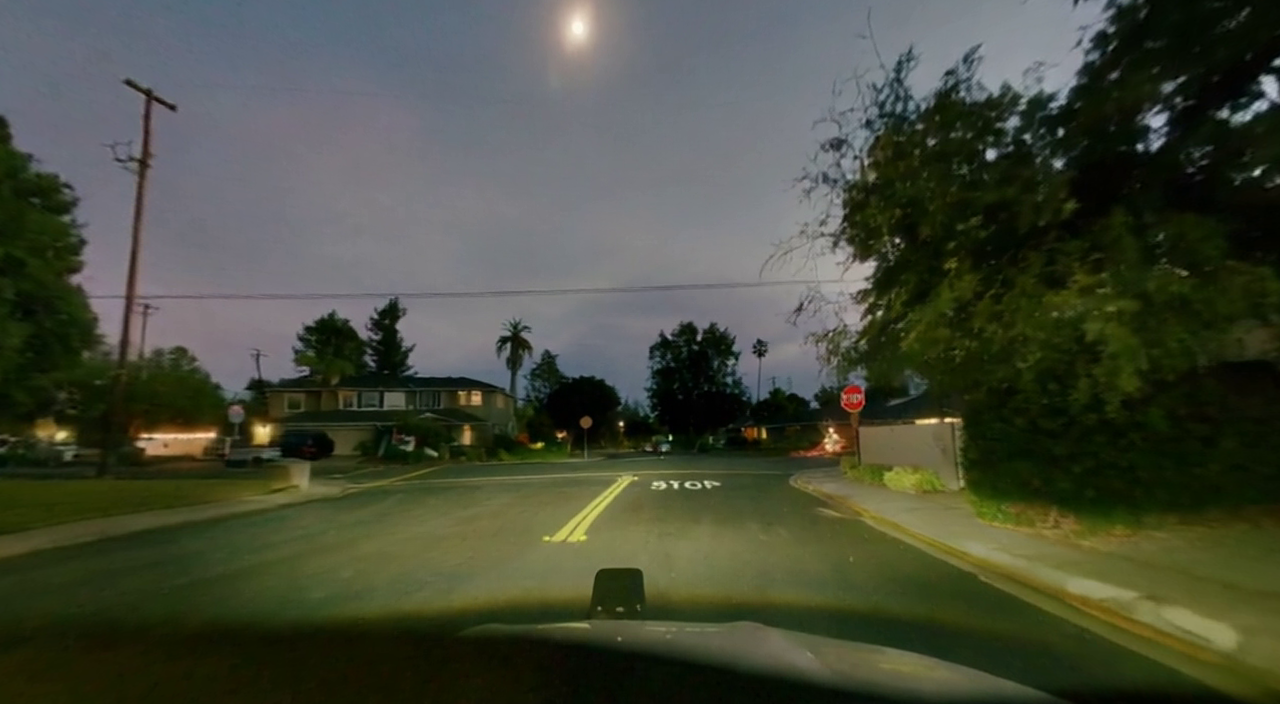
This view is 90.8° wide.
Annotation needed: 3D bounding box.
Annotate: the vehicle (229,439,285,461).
[{"bbox_3d":[-24.619,6.296,40.769,1.864,1.337,3.943,3,-8,-13],"label":"vehicle"}]
